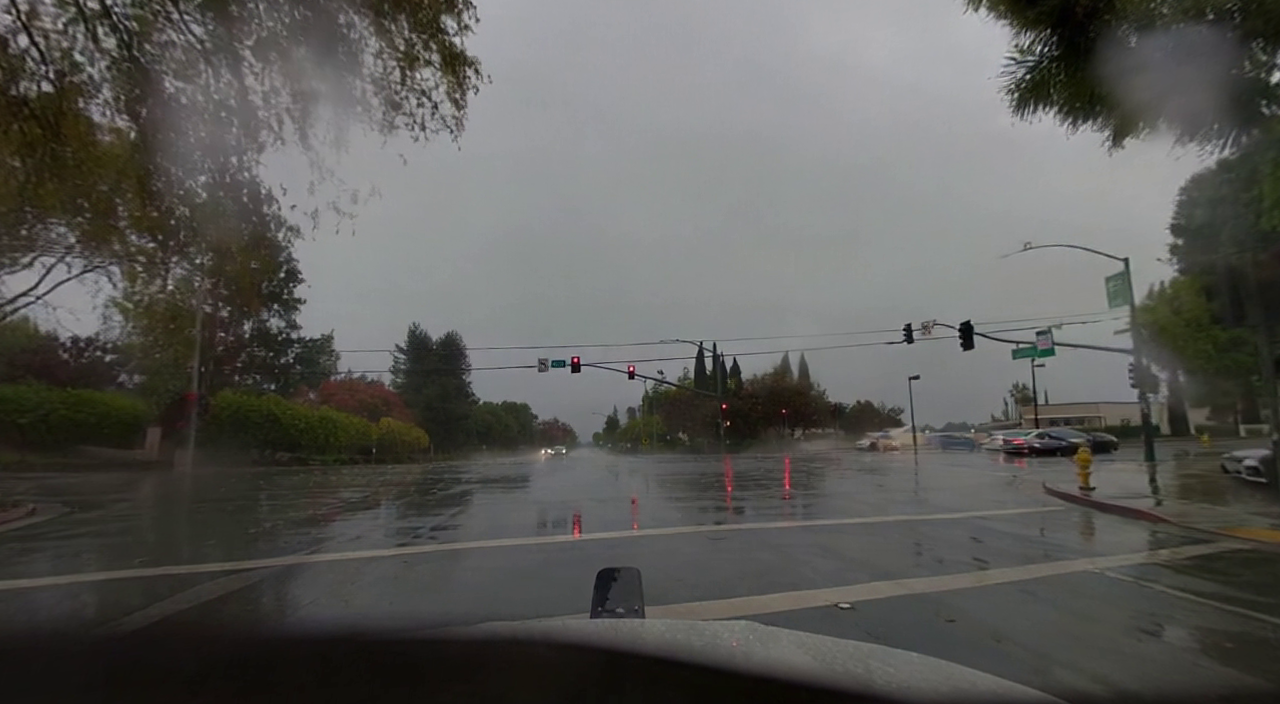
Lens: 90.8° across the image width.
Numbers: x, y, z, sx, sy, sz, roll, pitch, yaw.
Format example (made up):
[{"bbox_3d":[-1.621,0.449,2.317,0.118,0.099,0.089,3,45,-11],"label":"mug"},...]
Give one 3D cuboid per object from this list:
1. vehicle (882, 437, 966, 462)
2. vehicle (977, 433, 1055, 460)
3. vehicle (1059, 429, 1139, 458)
[{"bbox_3d":[18.712,6.432,41.622,5.234,1.549,1.982,4,-9,-24],"label":"vehicle"},{"bbox_3d":[26.964,6.736,45.259,5.032,1.828,2.183,4,-9,-24],"label":"vehicle"},{"bbox_3d":[36.150,7.202,49.673,6.148,2.119,2.473,4,-10,-28],"label":"vehicle"}]
